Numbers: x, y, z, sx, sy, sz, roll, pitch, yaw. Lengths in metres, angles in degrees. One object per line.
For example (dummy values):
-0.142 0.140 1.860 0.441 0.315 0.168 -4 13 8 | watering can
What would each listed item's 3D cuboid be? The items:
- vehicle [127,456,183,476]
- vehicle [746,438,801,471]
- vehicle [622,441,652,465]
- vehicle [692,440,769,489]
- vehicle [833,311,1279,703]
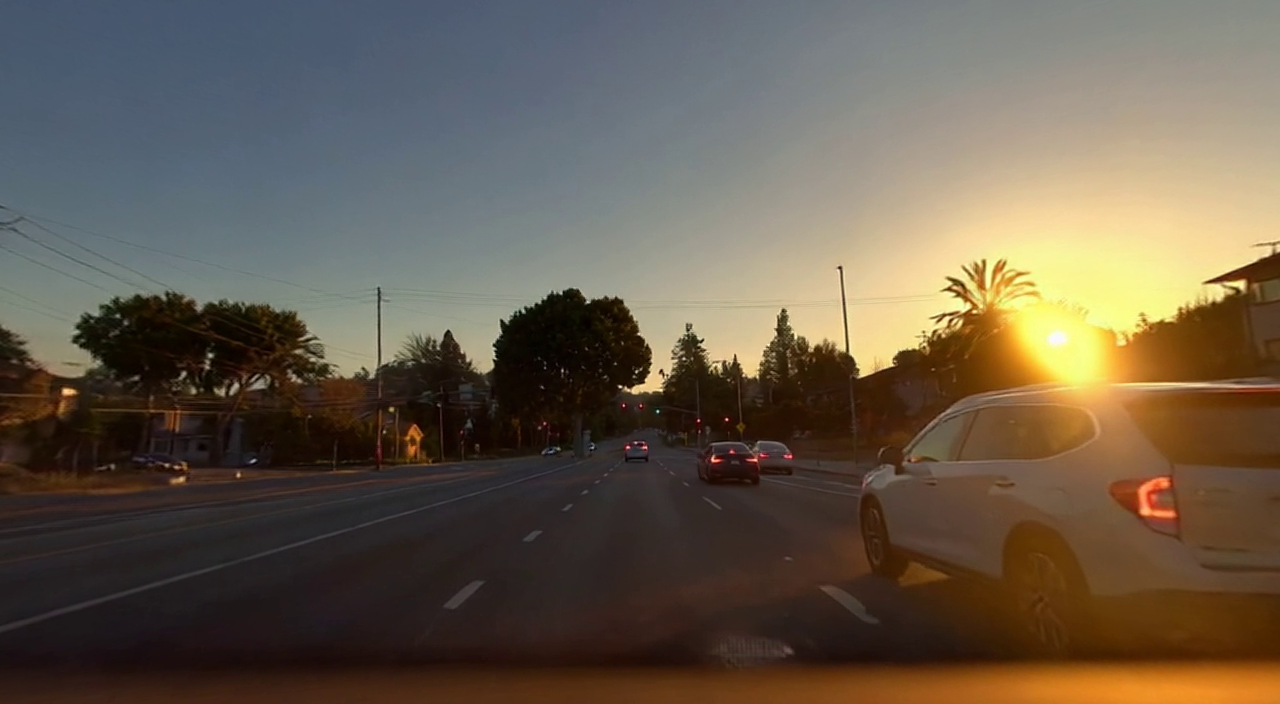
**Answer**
-38.451 8.989 49.836 4.260 1.501 1.892 -5 -10 30 | vehicle
7.577 5.868 36.258 2.172 1.745 4.608 0 -9 0 | vehicle
-0.213 7.488 46.649 2.146 1.685 4.003 0 -9 0 | vehicle
2.933 3.739 21.272 1.889 1.451 4.180 0 -9 -1 | vehicle
3.155 1.065 4.368 2.129 1.761 4.610 0 -9 0 | vehicle
